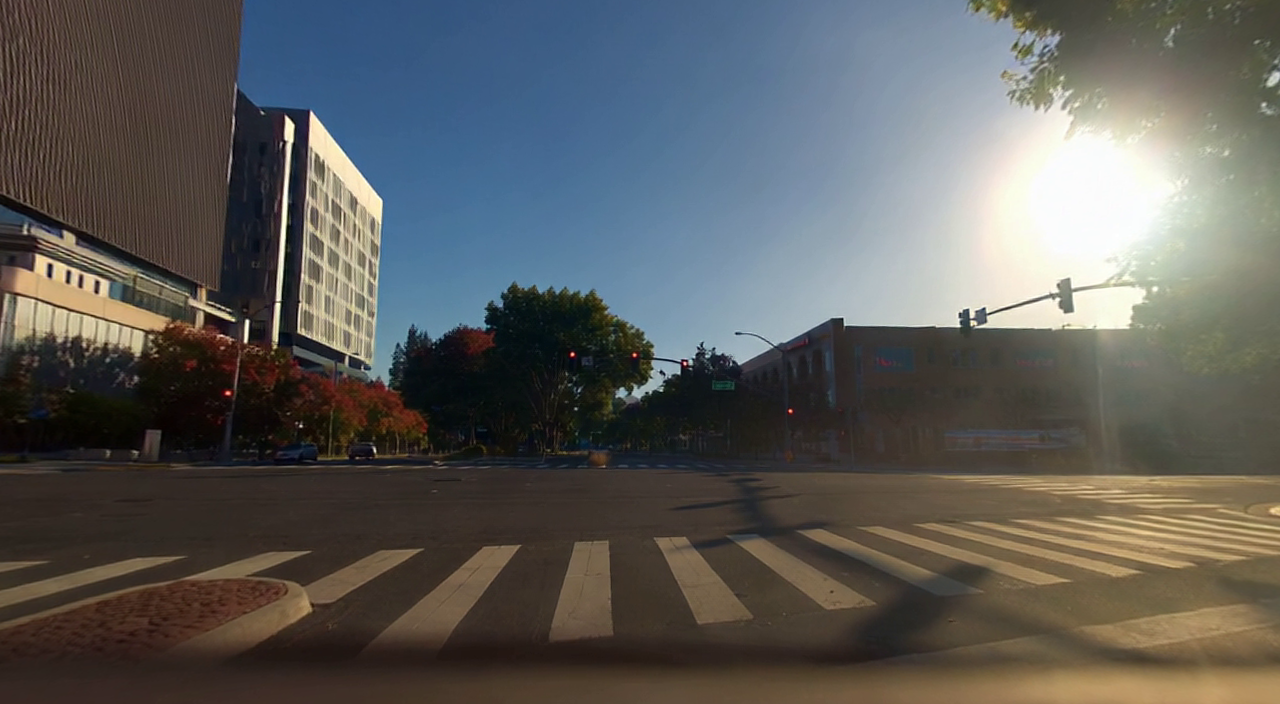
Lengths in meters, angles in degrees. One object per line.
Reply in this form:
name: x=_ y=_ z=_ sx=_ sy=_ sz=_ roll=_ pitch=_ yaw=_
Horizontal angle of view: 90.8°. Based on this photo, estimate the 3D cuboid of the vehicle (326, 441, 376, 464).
vehicle: x=-22.471 y=7.818 z=49.308 sx=2.023 sy=1.706 sz=4.756 roll=1 pitch=-9 yaw=-6

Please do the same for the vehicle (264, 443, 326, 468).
vehicle: x=-21.835 y=6.555 z=40.158 sx=2.005 sy=1.496 sz=4.020 roll=1 pitch=-9 yaw=-6
